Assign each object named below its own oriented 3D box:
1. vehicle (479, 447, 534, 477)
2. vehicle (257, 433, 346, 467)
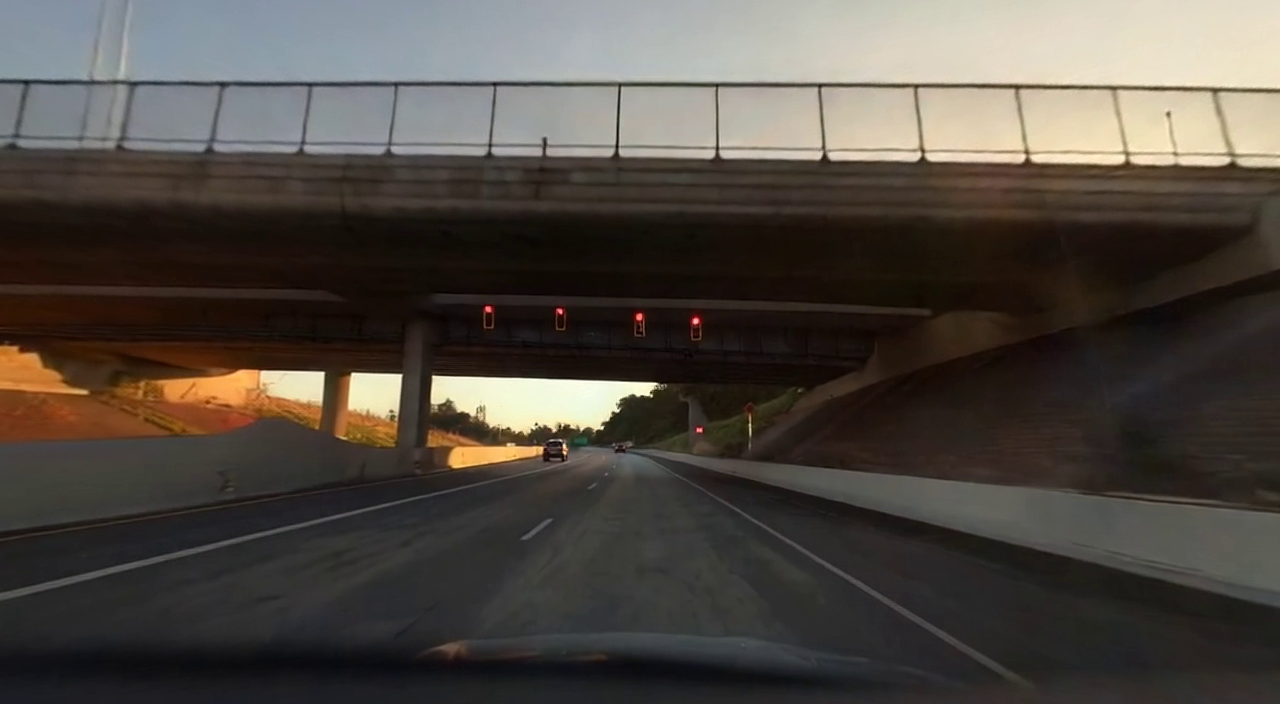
[{"bbox_3d":[-7.033,5.840,33.734,2.012,1.456,4.309,0,-9,0],"label":"vehicle"},{"bbox_3d":[-16.497,4.800,31.073,1.934,1.523,4.545,0,-9,-1],"label":"vehicle"}]
